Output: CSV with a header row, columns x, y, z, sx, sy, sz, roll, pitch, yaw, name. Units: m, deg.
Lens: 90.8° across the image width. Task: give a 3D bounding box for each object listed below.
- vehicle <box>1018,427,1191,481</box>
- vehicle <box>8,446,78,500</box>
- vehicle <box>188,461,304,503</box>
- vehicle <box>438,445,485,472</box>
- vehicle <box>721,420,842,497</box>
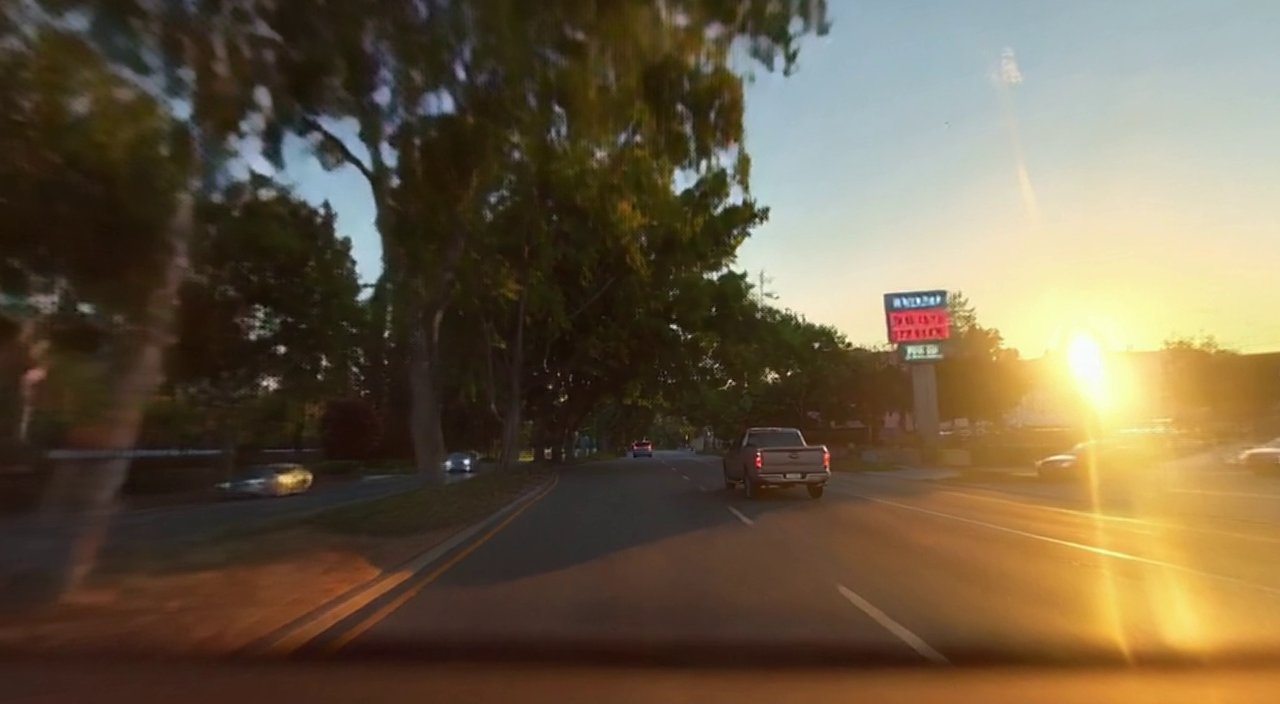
x,y,z,sx,sy,sz,roll,pitch,yaw,name
16.386,3.609,22.475,4.554,1.566,1.925,-3,-8,-1,vehicle
-30.340,6.124,32.146,1.541,2.550,1.957,-3,-9,0,vehicle
-16.300,5.361,26.454,1.910,1.468,4.496,0,-8,1,vehicle
-12.870,7.719,45.882,2.126,1.800,4.925,0,-8,-1,vehicle
3.725,2.925,17.797,2.138,1.836,5.245,0,-8,-1,vehicle
